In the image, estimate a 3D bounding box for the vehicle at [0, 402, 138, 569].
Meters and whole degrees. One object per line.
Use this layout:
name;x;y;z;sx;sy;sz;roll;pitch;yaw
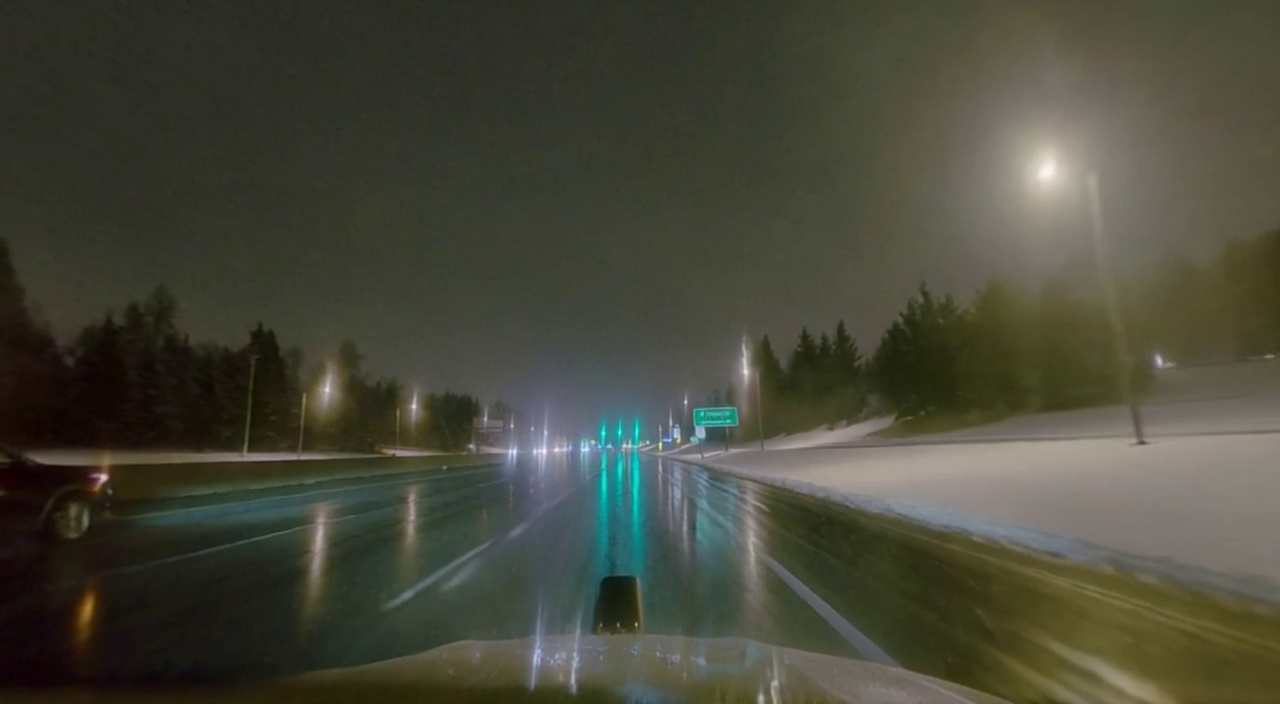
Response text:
vehicle;-8.128;1.375;6.334;2.231;1.807;4.758;0;-8;0
